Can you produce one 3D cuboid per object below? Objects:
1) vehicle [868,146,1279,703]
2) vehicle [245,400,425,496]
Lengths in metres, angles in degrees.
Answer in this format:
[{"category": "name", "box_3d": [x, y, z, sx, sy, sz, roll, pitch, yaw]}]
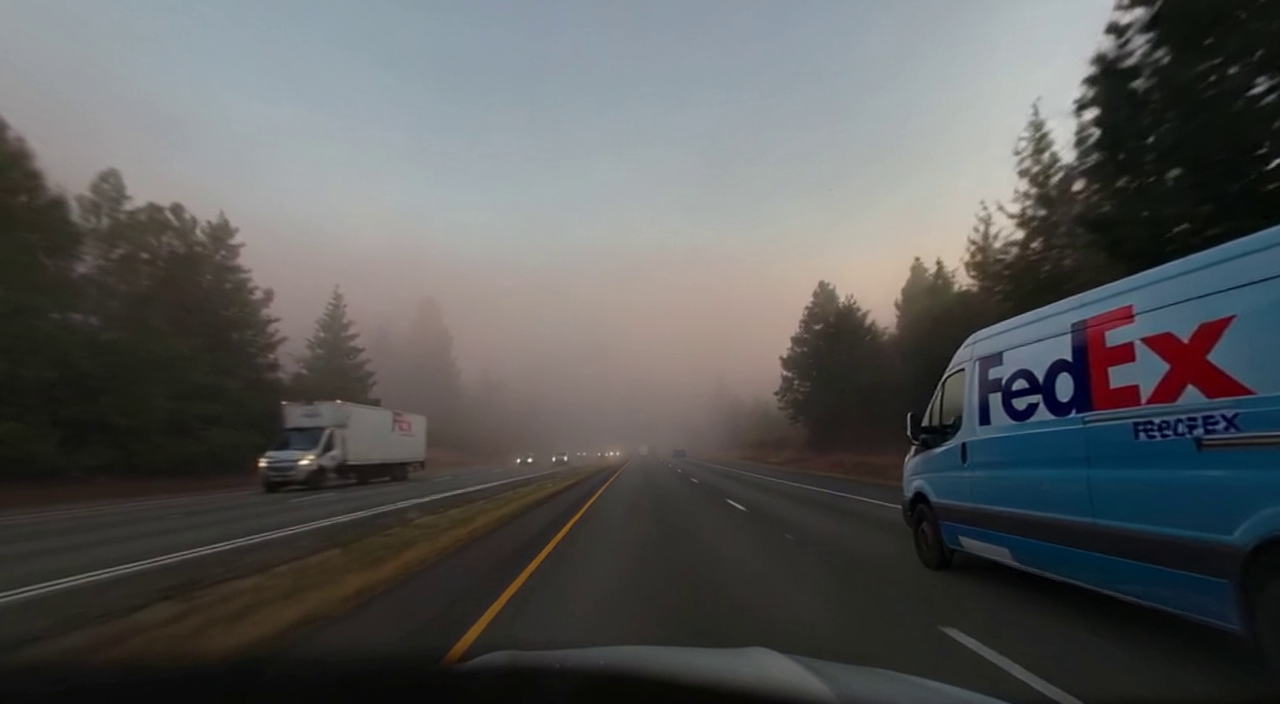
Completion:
[{"category": "vehicle", "box_3d": [3.906, 0.666, 4.053, 2.522, 2.556, 6.180, 0, -9, 0]}, {"category": "vehicle", "box_3d": [-12.905, 4.299, 28.179, 2.932, 3.483, 9.890, 0, -9, 1]}]
